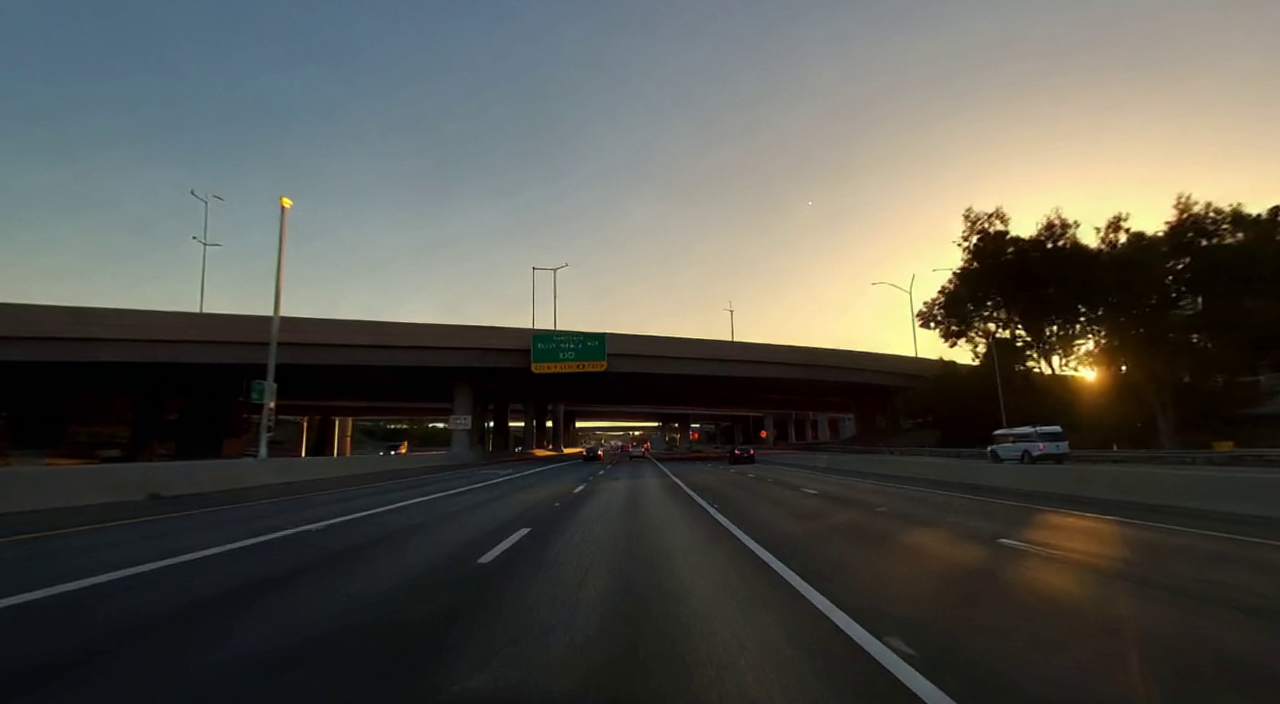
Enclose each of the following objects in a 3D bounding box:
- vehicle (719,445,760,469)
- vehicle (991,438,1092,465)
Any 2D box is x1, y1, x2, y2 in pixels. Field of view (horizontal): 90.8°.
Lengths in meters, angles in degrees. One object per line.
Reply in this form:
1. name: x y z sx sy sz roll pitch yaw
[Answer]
1. vehicle: 7.000 7.424 44.925 2.075 1.611 4.421 0 -8 -1
2. vehicle: 23.677 5.880 37.518 1.821 1.479 5.004 3 -9 -18
